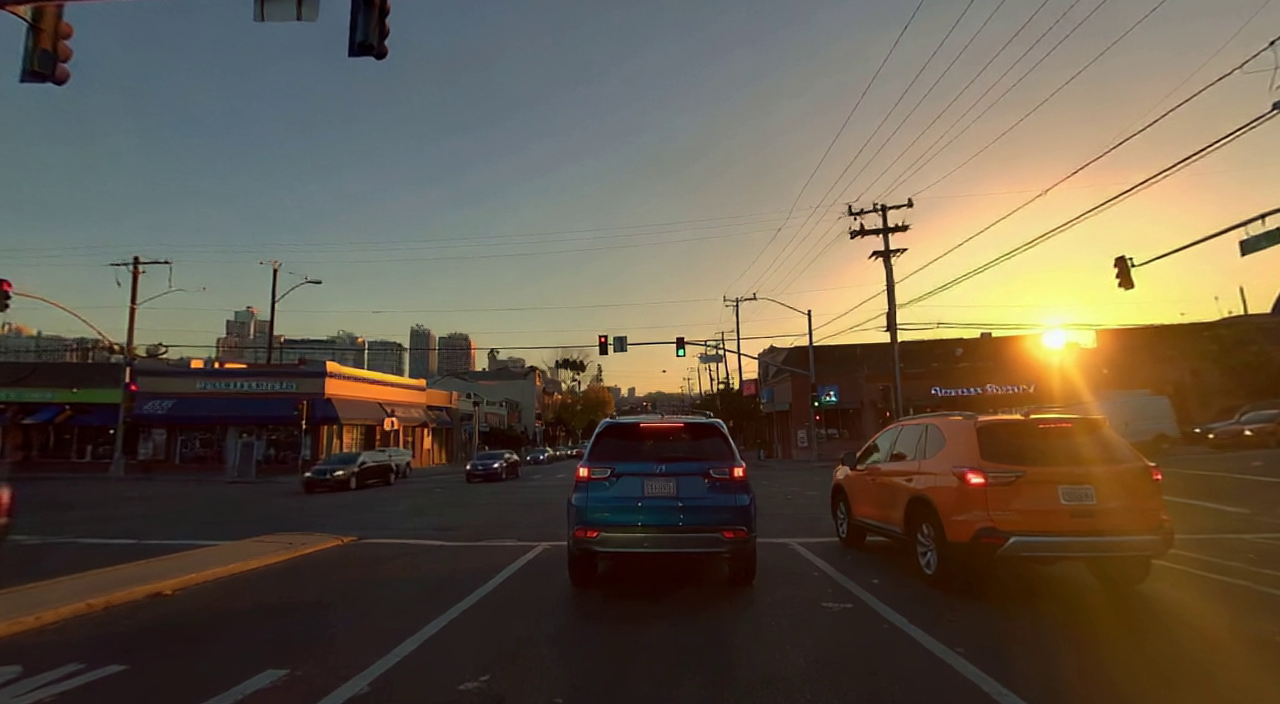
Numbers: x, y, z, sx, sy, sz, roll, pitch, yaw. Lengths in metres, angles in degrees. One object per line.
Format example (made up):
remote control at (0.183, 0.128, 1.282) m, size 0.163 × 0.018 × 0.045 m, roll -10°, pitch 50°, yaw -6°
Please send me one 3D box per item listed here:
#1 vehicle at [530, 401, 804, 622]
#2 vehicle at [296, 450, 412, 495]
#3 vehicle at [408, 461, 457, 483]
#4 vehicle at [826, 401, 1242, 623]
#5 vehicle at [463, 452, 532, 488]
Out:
vehicle at (0.262, 1.508, 6.821) m, size 2.098 × 1.682 × 3.778 m, roll 0°, pitch -8°, yaw 2°
vehicle at (-10.883, 4.594, 24.456) m, size 1.958 × 1.493 × 4.795 m, roll -1°, pitch -8°, yaw 5°
vehicle at (-15.485, 8.959, 47.269) m, size 1.875 × 1.475 × 4.449 m, roll -1°, pitch -8°, yaw 5°
vehicle at (3.610, 1.519, 6.951) m, size 1.976 × 1.664 × 4.189 m, roll -1°, pitch -8°, yaw 2°
vehicle at (-6.552, 5.464, 29.523) m, size 1.924 × 1.453 × 4.343 m, roll -1°, pitch -8°, yaw 4°
